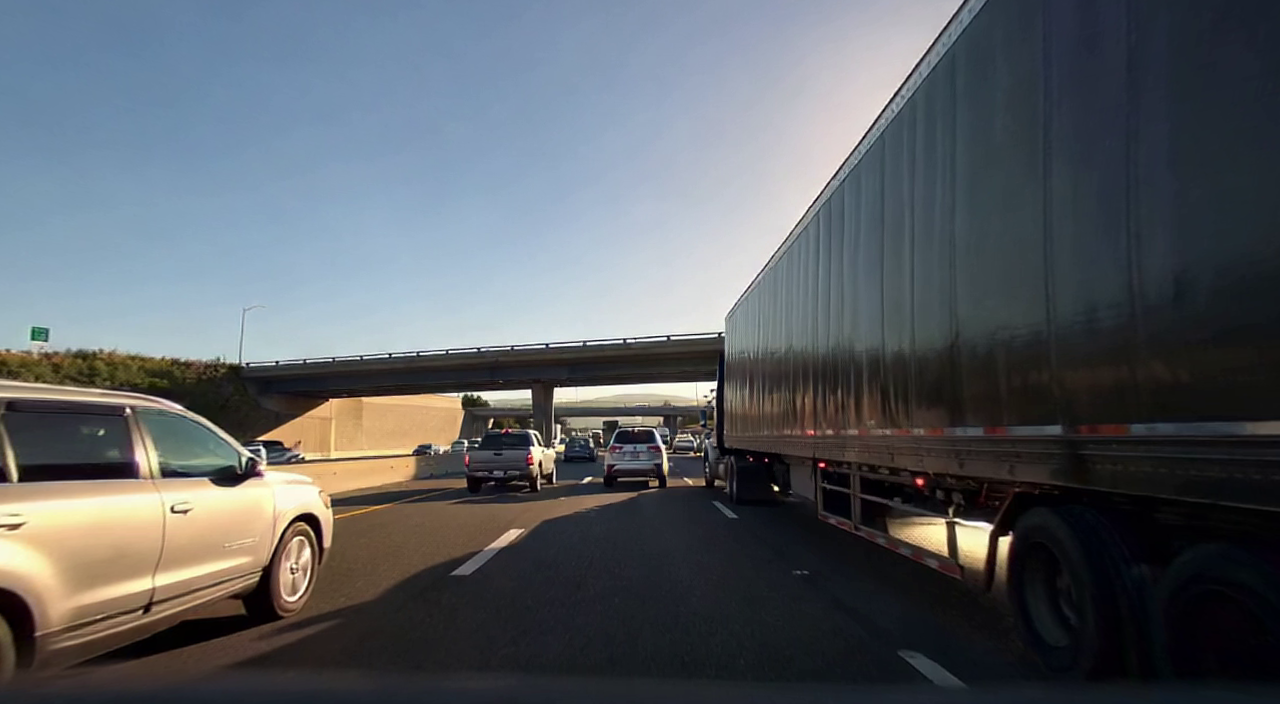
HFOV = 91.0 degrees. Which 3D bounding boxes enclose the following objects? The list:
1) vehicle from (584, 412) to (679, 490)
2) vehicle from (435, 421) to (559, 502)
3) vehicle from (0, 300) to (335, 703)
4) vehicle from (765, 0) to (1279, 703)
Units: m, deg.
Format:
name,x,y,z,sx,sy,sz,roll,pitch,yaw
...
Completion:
name,x,y,z,sx,sy,sz,roll,pitch,yaw
vehicle,-0.290,3.259,20.994,2.704,2.216,5.804,0,-8,-1
vehicle,-3.550,2.837,16.663,2.120,1.812,4.659,0,-8,1
vehicle,-3.315,0.715,2.051,2.193,1.803,4.958,0,-8,-1
vehicle,3.557,-0.394,2.608,2.852,4.121,16.210,0,-8,0
